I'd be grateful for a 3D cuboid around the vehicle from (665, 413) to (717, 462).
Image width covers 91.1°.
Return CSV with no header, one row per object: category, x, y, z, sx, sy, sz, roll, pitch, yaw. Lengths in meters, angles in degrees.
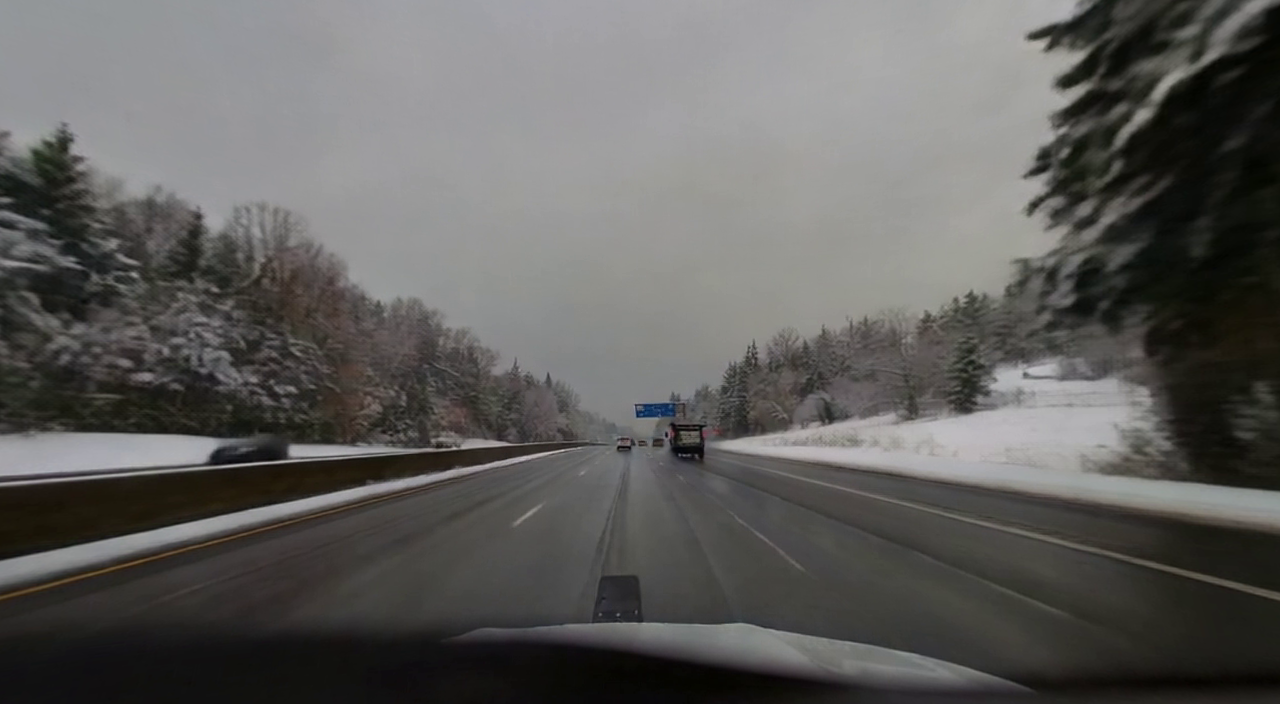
vehicle,2.878,5.023,36.946,2.411,2.614,5.781,0,-8,-1
